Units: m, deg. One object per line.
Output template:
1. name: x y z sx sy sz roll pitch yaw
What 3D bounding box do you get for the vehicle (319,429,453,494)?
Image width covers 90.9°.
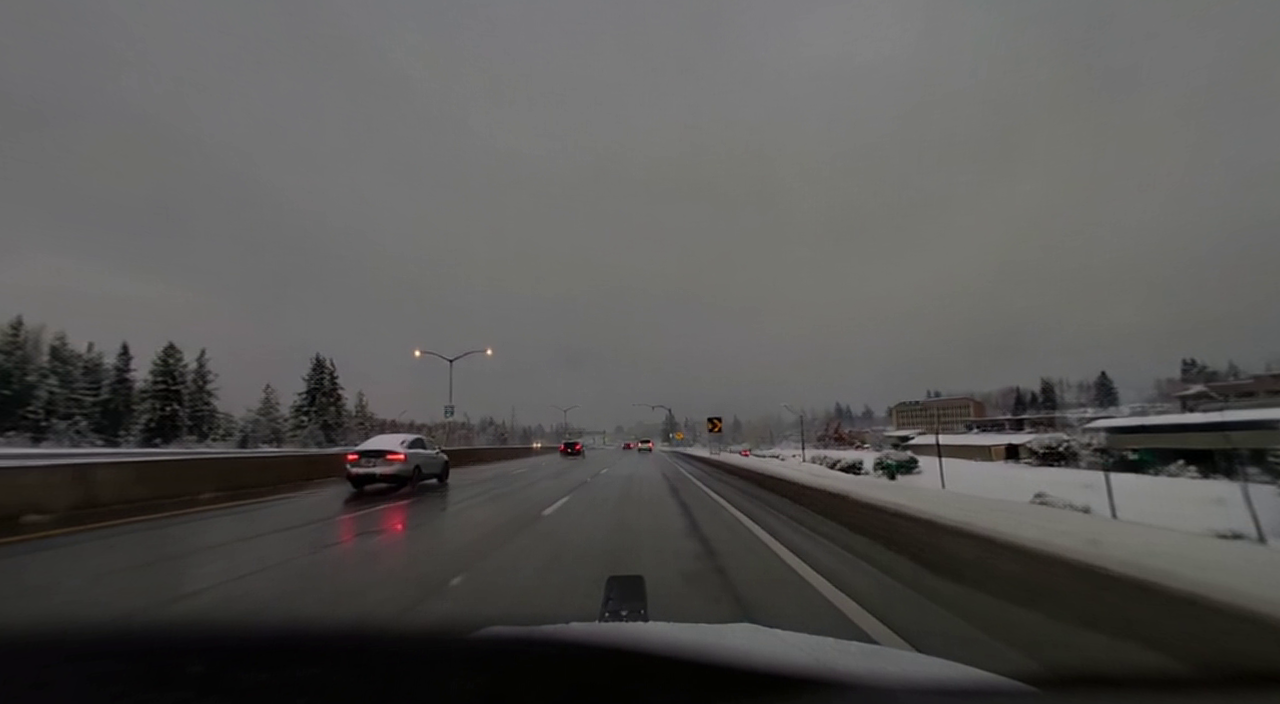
1. vehicle: -7.287 3.171 18.711 2.088 1.678 4.426 0 -8 1
